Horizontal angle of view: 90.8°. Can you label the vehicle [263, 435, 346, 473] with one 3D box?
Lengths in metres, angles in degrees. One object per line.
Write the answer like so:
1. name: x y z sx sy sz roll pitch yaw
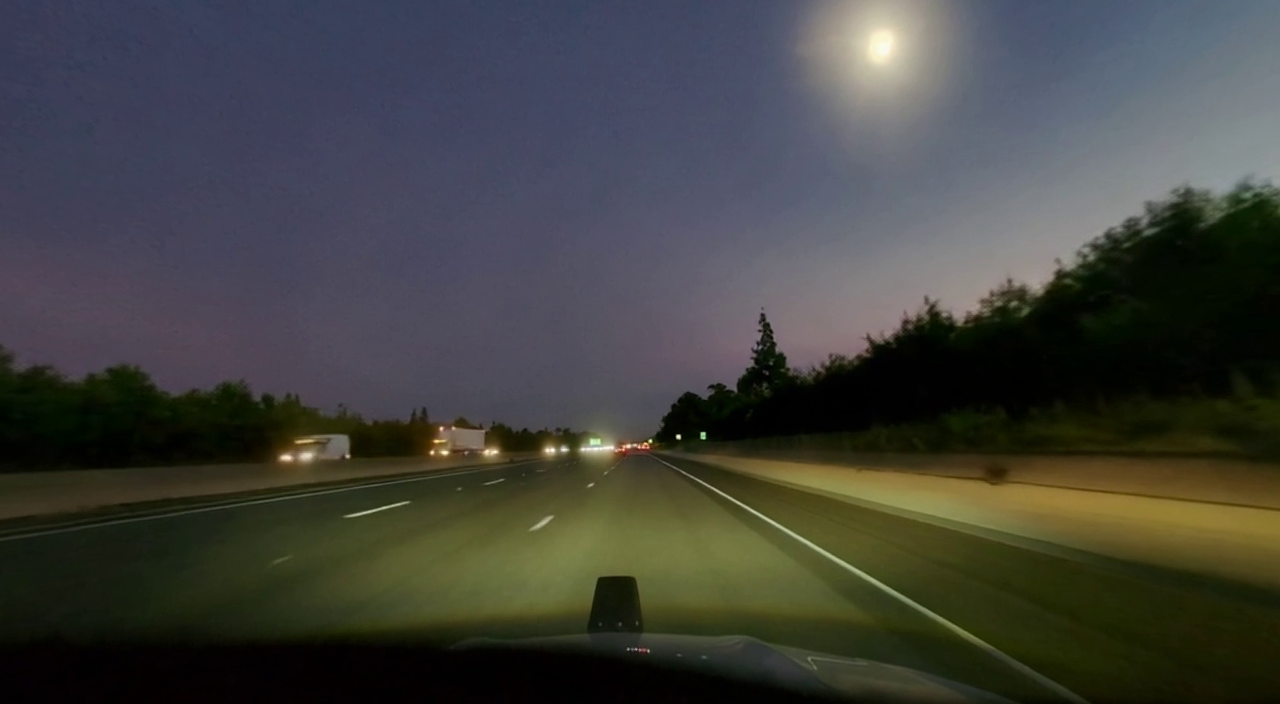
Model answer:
1. vehicle: -24.249 7.408 46.017 2.264 2.510 6.892 0 -9 0
